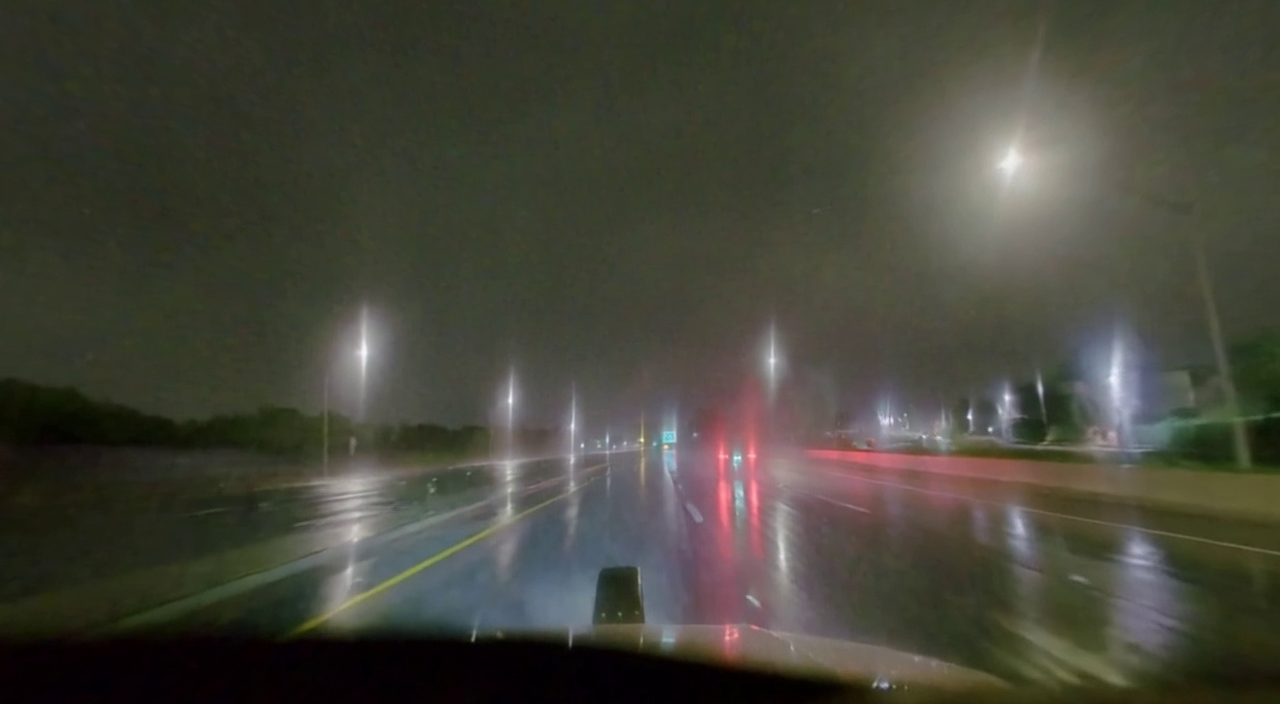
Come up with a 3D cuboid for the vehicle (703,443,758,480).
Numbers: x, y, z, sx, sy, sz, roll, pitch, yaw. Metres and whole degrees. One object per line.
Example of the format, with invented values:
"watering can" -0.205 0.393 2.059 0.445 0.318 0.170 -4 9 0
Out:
"vehicle" 3.915 4.800 27.928 1.874 1.506 4.116 0 -9 1
